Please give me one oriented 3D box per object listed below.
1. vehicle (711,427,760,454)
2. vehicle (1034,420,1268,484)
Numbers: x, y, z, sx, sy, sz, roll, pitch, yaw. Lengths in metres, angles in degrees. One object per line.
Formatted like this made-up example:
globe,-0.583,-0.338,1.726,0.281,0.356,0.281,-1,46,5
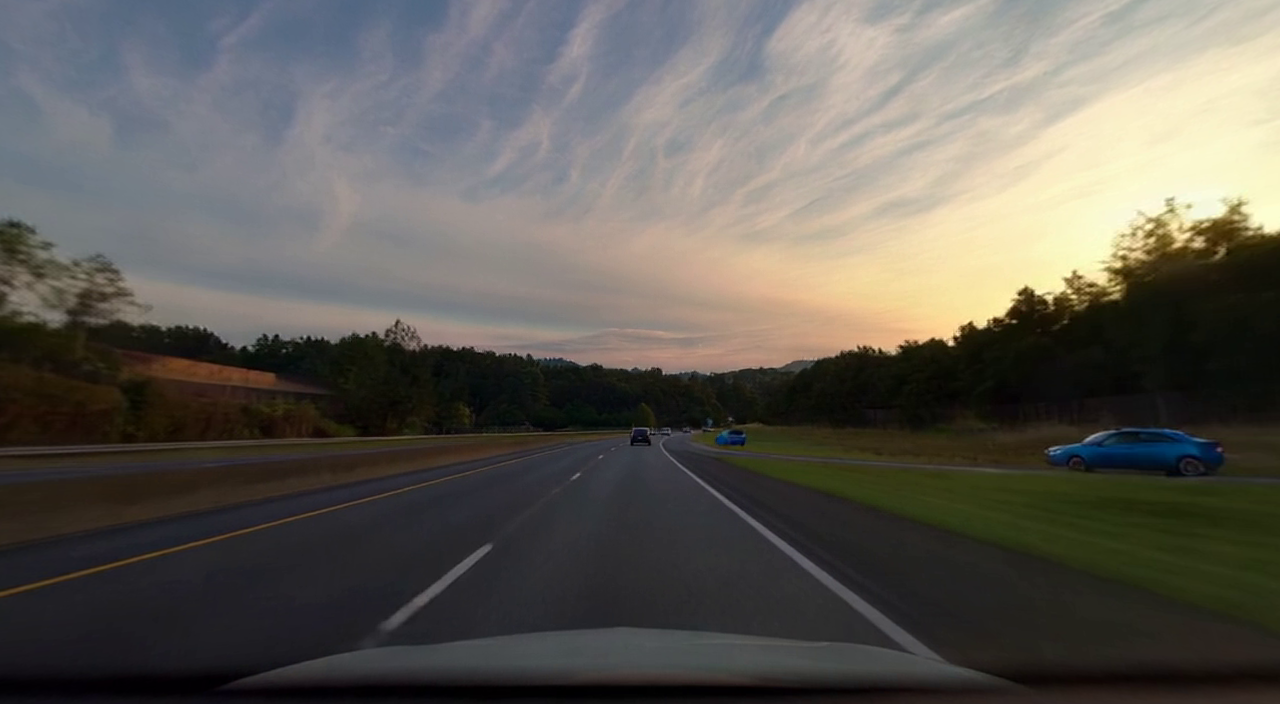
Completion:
vehicle,5.809,5.422,38.592,1.765,1.510,3.762,2,-8,-12
vehicle,13.627,2.655,17.120,1.992,1.486,4.406,4,-9,-26
